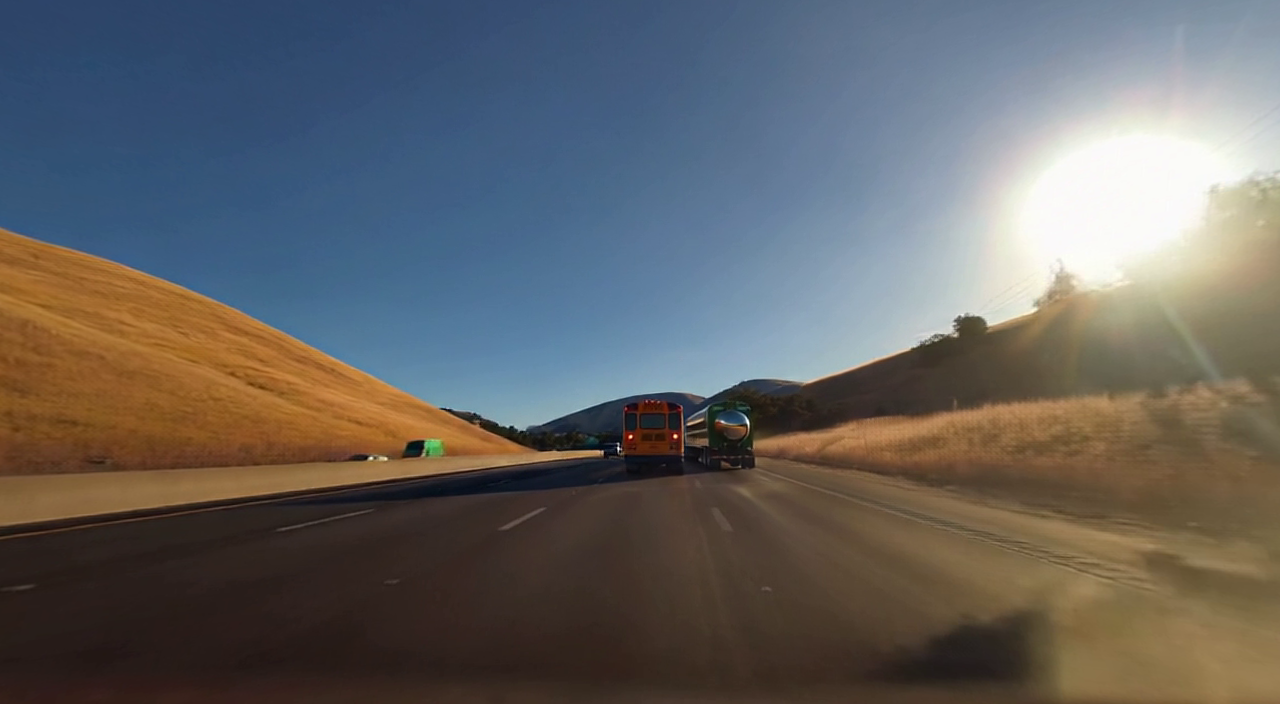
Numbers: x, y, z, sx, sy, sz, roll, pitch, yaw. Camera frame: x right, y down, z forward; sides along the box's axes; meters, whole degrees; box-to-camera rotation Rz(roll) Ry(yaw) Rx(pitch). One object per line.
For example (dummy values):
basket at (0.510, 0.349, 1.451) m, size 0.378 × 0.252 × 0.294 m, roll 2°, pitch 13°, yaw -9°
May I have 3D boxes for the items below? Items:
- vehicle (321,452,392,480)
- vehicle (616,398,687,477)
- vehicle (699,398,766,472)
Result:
vehicle at (-16.519, 6.656, 37.030) m, size 1.881 × 1.485 × 4.433 m, roll 0°, pitch -8°, yaw 3°
vehicle at (0.710, 4.348, 31.635) m, size 2.948 × 3.265 × 10.569 m, roll 0°, pitch -8°, yaw 3°
vehicle at (5.012, 4.702, 35.489) m, size 2.716 × 3.705 × 7.018 m, roll 0°, pitch -8°, yaw 1°
